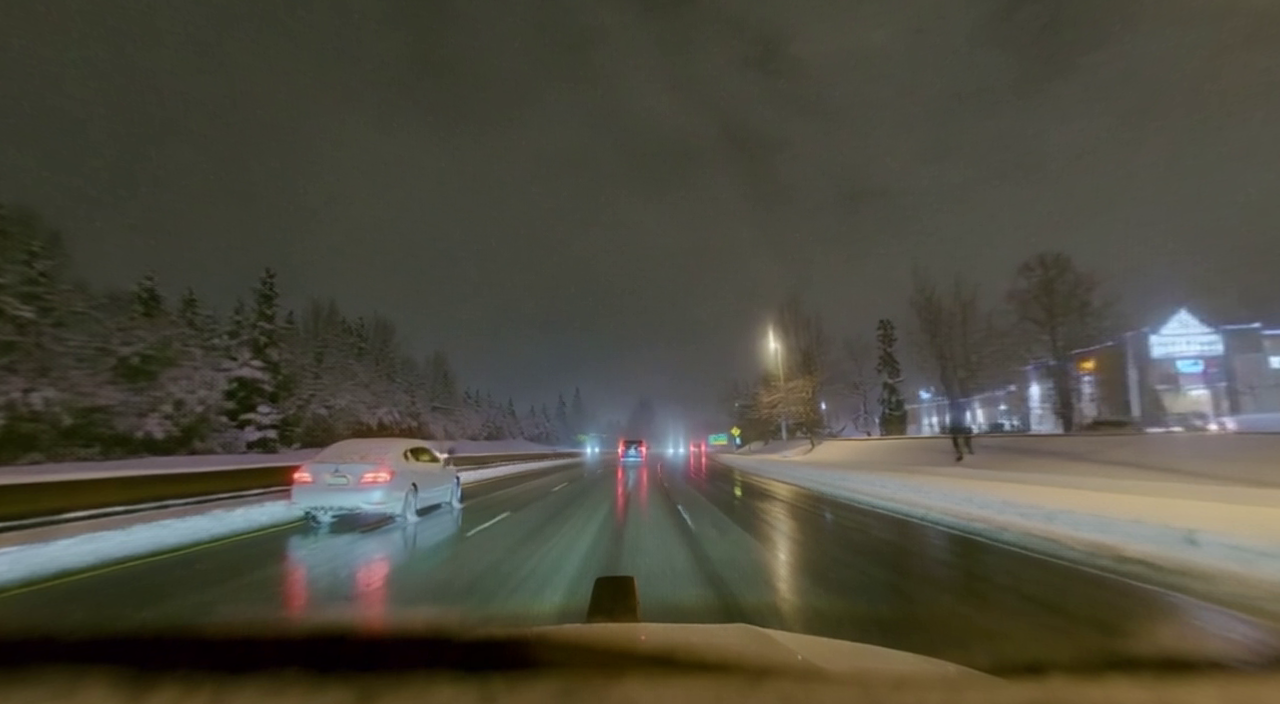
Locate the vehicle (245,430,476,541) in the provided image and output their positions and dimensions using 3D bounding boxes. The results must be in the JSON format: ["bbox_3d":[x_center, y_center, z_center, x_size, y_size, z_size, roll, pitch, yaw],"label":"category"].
[{"bbox_3d":[-4.400,2.161,10.922,1.907,1.483,4.562,0,-9,0],"label":"vehicle"}]

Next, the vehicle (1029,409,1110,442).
[{"bbox_3d":[23.376,4.033,34.325,4.425,1.677,2.003,6,-9,-33],"label":"vehicle"}]

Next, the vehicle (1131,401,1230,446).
[{"bbox_3d":[23.164,3.111,27.027,4.472,1.735,2.074,6,-9,-35],"label":"vehicle"}]

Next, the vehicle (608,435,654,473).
[{"bbox_3d":[-0.390,5.343,33.338,2.155,1.856,4.796,-1,-9,2],"label":"vehicle"}]

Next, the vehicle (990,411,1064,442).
[{"bbox_3d":[22.705,4.426,37.041,4.353,1.698,2.034,6,-10,-35],"label":"vehicle"}]

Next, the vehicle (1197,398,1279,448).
[{"bbox_3d":[23.357,2.791,24.224,4.419,1.749,2.055,6,-11,-38],"label":"vehicle"}]

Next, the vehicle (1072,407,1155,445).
[{"bbox_3d":[22.944,3.633,30.537,4.338,1.725,2.016,6,-11,-38],"label":"vehicle"}]
